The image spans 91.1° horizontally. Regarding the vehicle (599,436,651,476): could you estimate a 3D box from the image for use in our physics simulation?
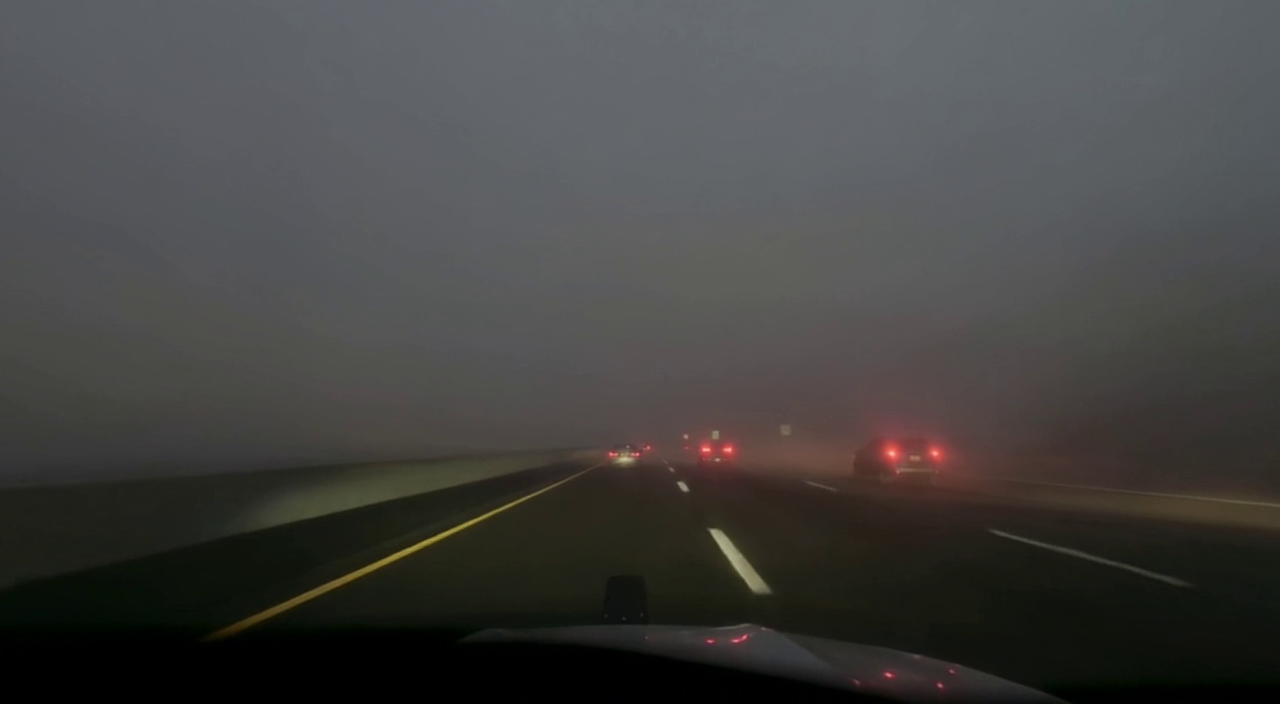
[{"bbox_3d":[-0.560,4.402,26.766,2.050,1.546,4.344,0,-8,1],"label":"vehicle"}]

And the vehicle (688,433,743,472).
[{"bbox_3d":[3.468,4.716,29.727,2.063,1.698,4.355,0,-8,0],"label":"vehicle"}]
